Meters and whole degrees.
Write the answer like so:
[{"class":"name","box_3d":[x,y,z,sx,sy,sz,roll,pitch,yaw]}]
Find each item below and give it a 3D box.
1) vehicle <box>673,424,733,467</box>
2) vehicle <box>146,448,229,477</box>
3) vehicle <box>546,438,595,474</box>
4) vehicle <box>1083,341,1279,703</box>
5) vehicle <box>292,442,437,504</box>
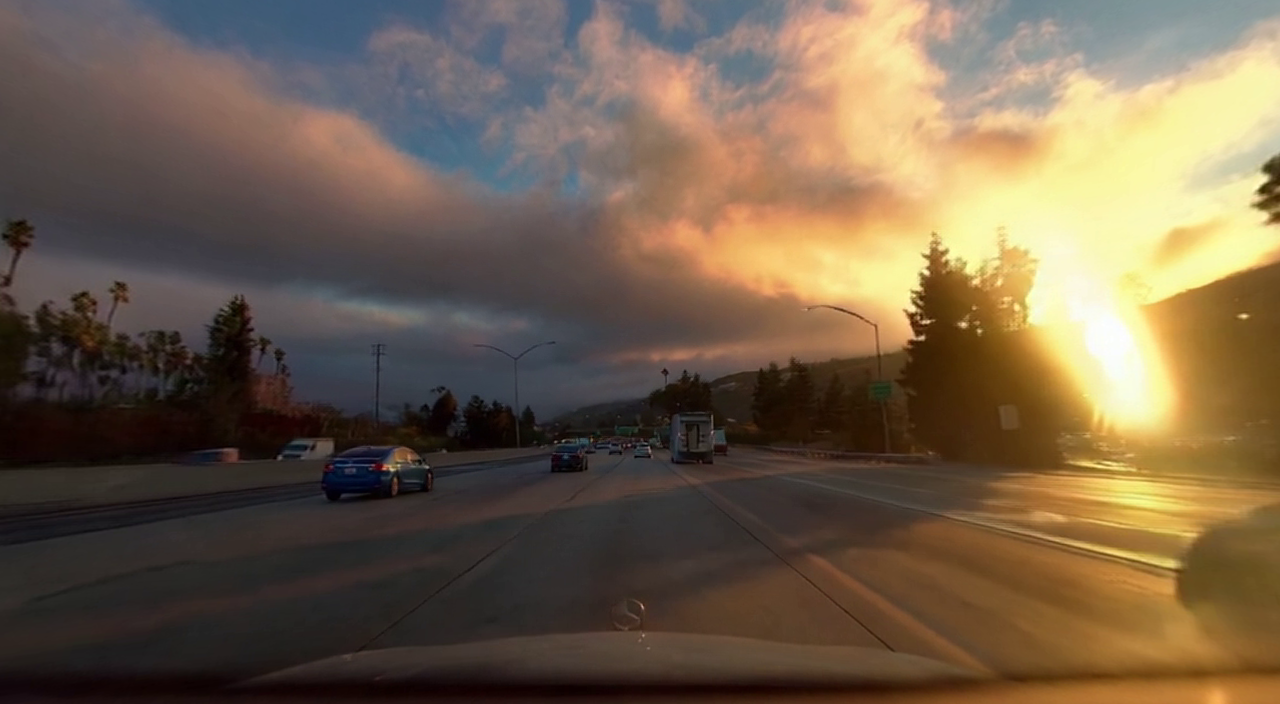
[{"class":"vehicle","box_3d":[4.274,6.923,46.309,2.891,2.596,15.534,0,-9,0]},{"class":"vehicle","box_3d":[-24.579,5.999,34.358,1.672,1.496,3.693,0,-9,1]},{"class":"vehicle","box_3d":[-3.479,5.303,32.161,2.017,1.683,4.094,0,-9,0]},{"class":"vehicle","box_3d":[3.746,0.619,1.474,2.124,1.674,4.494,0,-9,0]},{"class":"vehicle","box_3d":[-7.469,3.312,17.646,2.050,1.487,4.372,0,-9,0]}]
